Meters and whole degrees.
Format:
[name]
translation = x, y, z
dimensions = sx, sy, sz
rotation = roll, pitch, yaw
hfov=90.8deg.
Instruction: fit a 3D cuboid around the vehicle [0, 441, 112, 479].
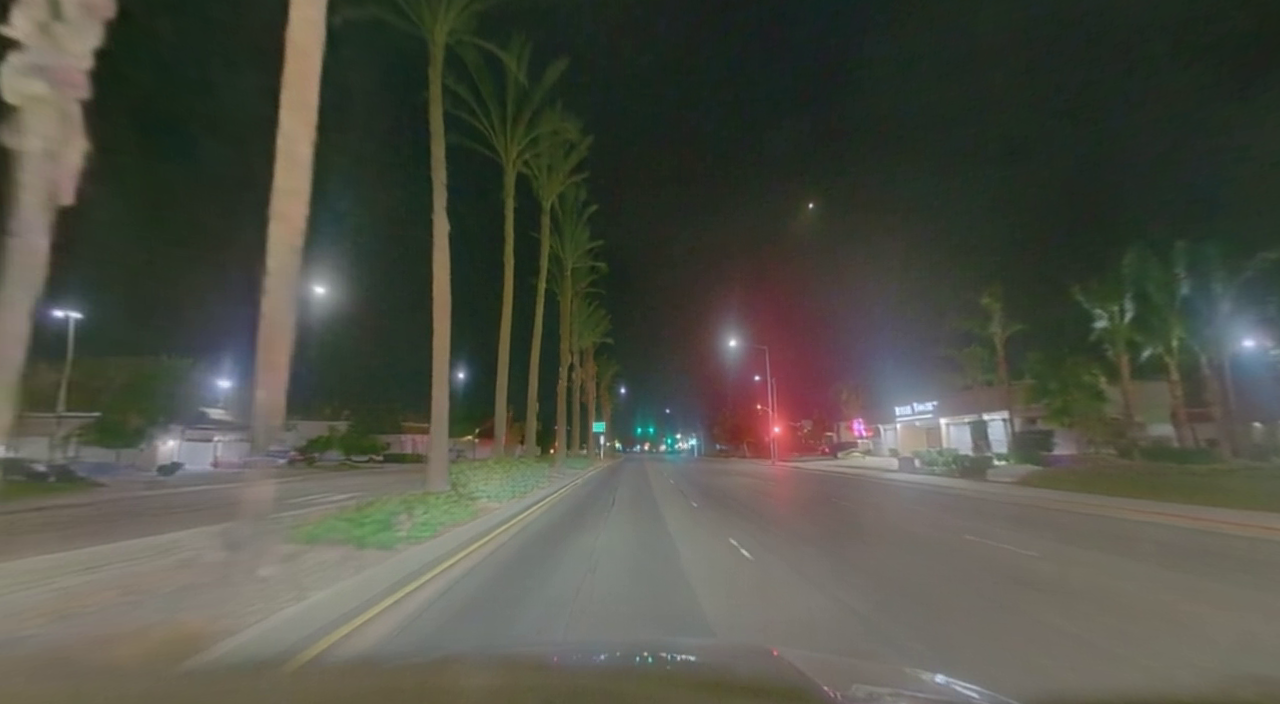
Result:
[vehicle]
translation = -31.816, 5.751, 33.777
dimensions = 5.196, 1.936, 2.247
rotation = -1, -9, 3
